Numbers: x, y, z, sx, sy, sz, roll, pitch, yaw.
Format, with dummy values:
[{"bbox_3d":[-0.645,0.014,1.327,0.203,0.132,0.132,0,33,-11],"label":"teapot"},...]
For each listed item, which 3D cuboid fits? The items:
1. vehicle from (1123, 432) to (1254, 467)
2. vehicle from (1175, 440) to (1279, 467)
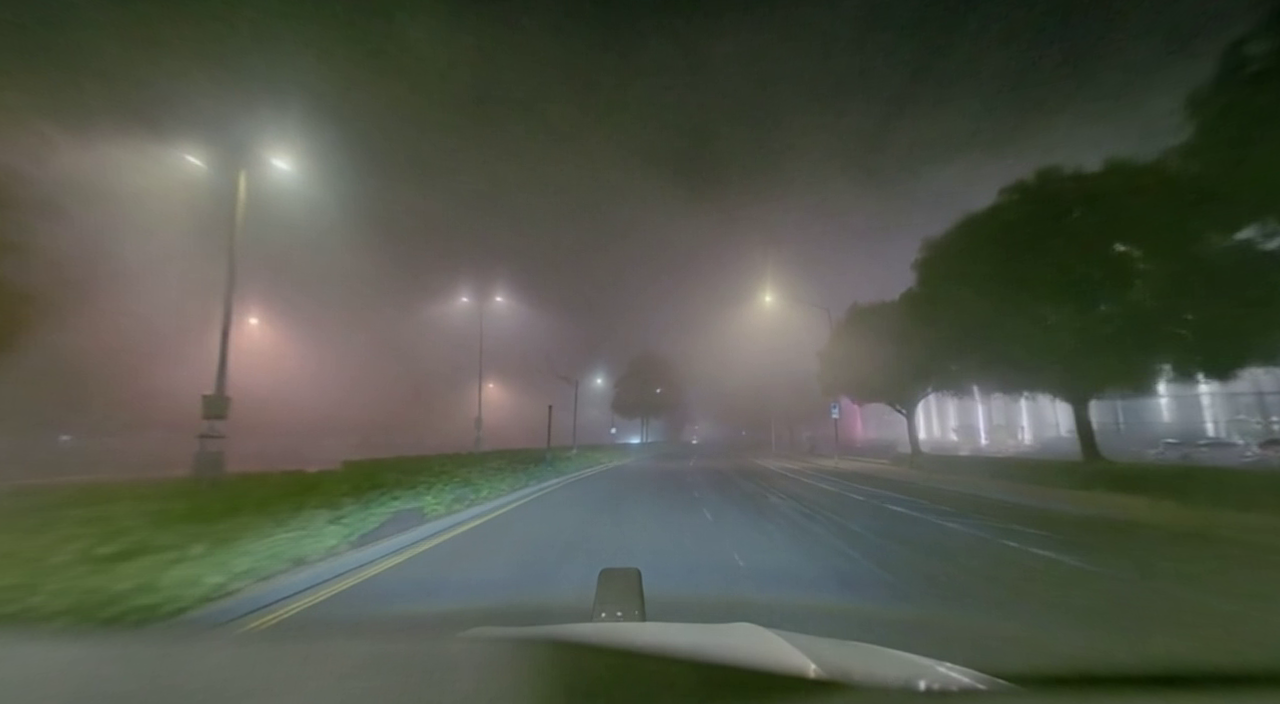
[{"bbox_3d":[32.614,5.815,37.713,5.608,2.033,2.152,-1,-9,3],"label":"vehicle"},{"bbox_3d":[32.097,5.507,34.356,4.271,1.433,1.822,0,-9,1],"label":"vehicle"}]
